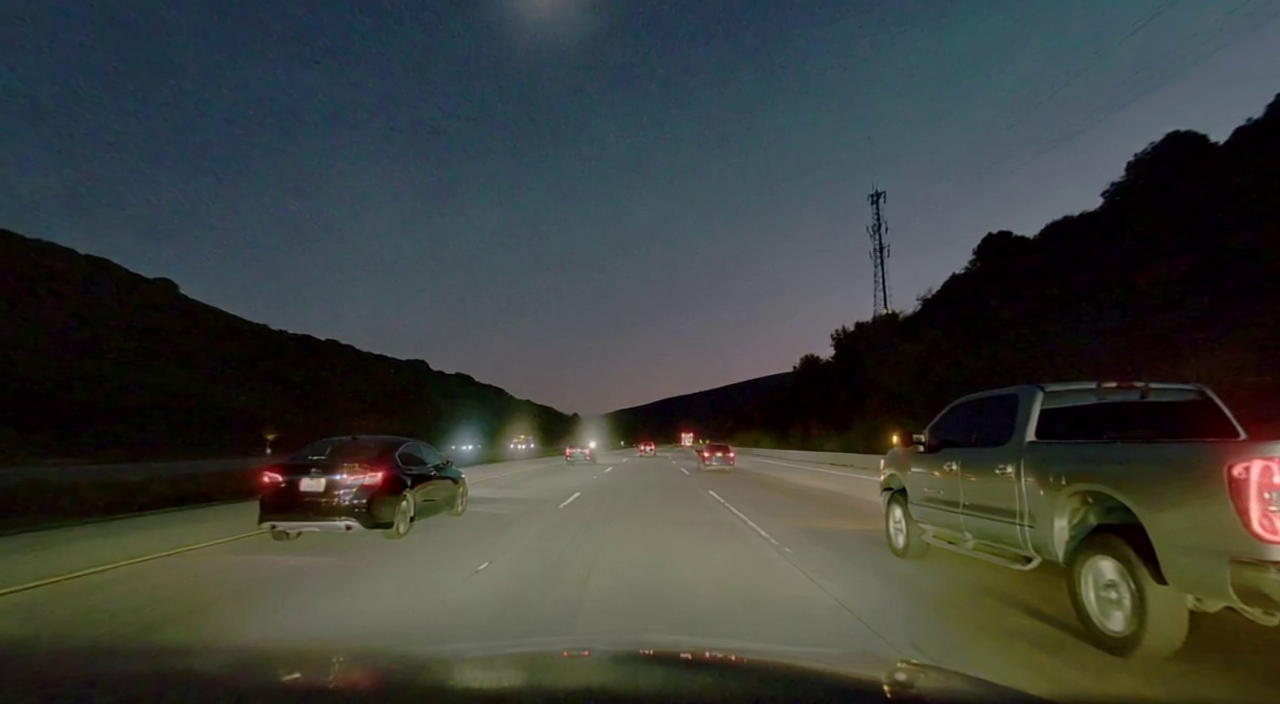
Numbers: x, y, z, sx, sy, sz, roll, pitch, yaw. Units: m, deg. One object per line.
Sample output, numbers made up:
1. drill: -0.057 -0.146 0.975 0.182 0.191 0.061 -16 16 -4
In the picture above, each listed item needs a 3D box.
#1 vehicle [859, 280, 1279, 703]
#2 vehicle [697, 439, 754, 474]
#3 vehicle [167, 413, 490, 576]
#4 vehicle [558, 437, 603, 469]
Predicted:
1. vehicle: 3.551 0.991 4.512 2.098 1.925 5.171 0 -8 0
2. vehicle: 3.934 4.880 29.646 2.046 1.471 4.333 0 -8 0
3. vehicle: -3.711 1.786 8.722 2.113 1.636 4.494 0 -8 1
4. vehicle: -3.304 5.709 35.841 2.021 1.679 4.310 -1 -8 2
